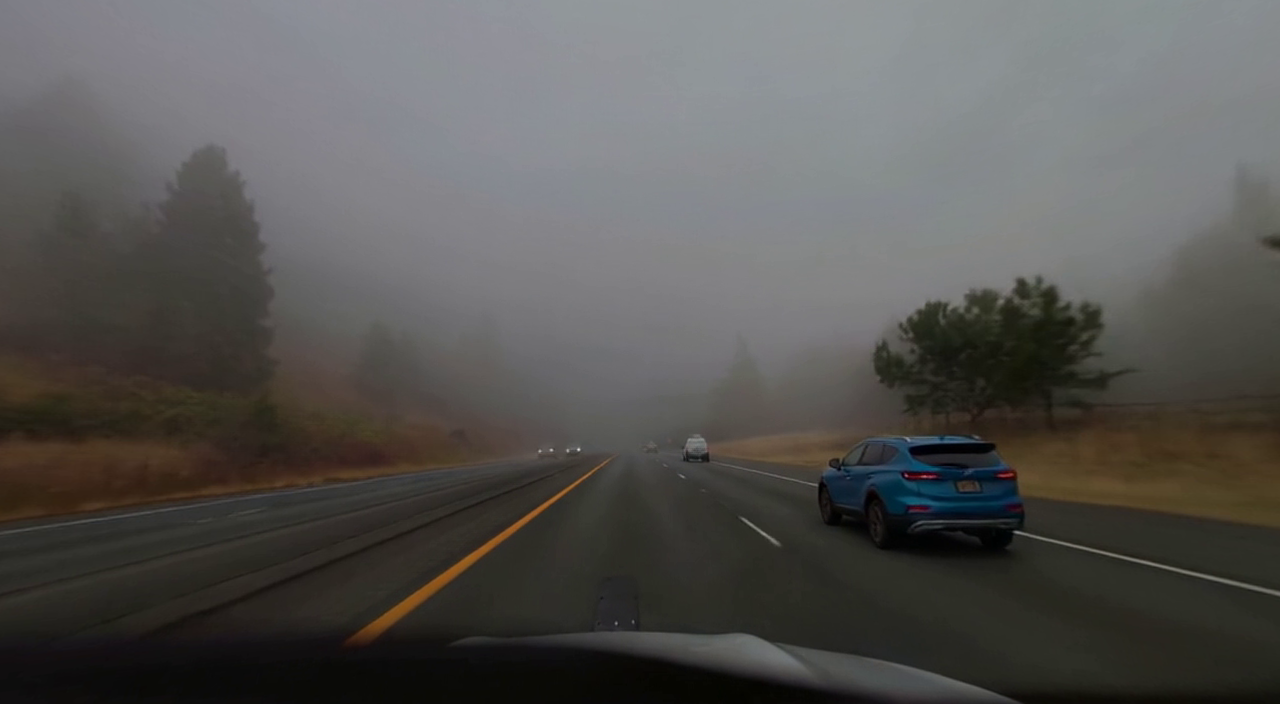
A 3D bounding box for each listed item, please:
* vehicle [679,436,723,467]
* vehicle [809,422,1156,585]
[{"bbox_3d":[3.450,5.727,36.398,2.043,1.673,4.016,0,-8,-2],"label":"vehicle"},{"bbox_3d":[3.821,1.734,8.124,1.999,1.501,4.221,0,-8,-2],"label":"vehicle"}]
